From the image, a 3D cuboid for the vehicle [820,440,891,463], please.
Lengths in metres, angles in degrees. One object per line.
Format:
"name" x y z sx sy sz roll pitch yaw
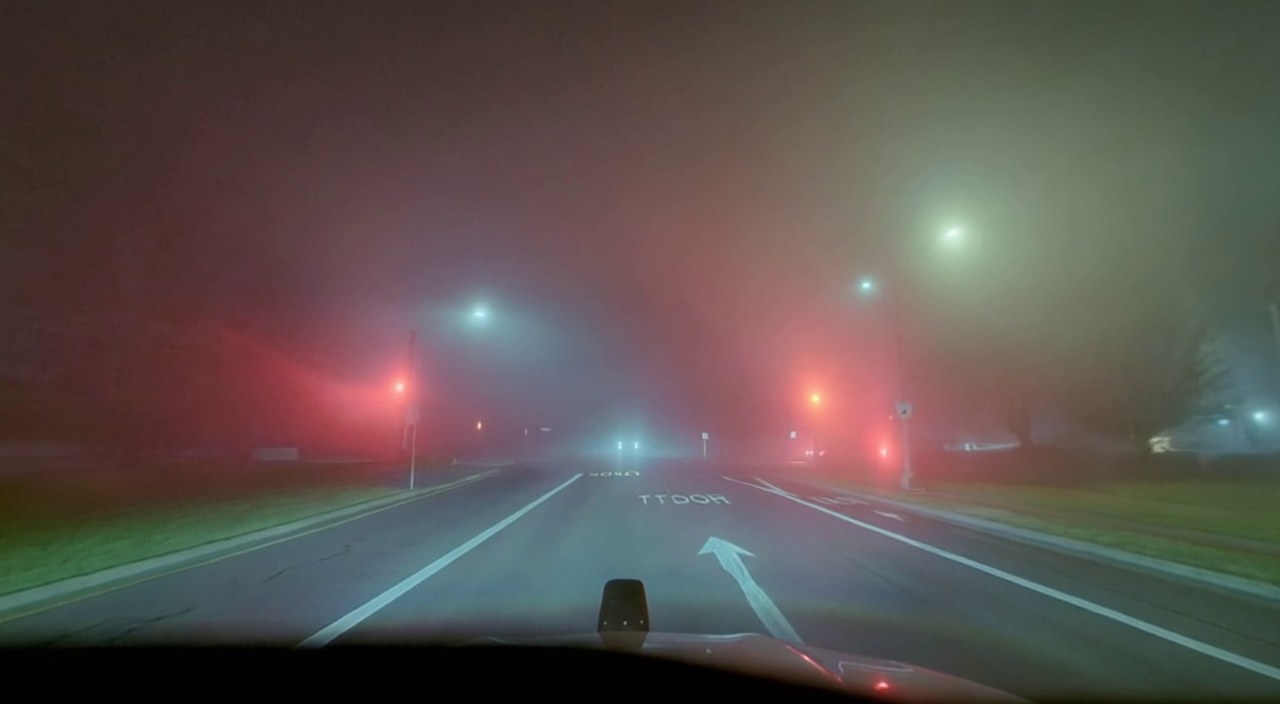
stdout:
"vehicle" 16.496 7.615 48.419 4.715 1.671 2.030 0 -8 -1
